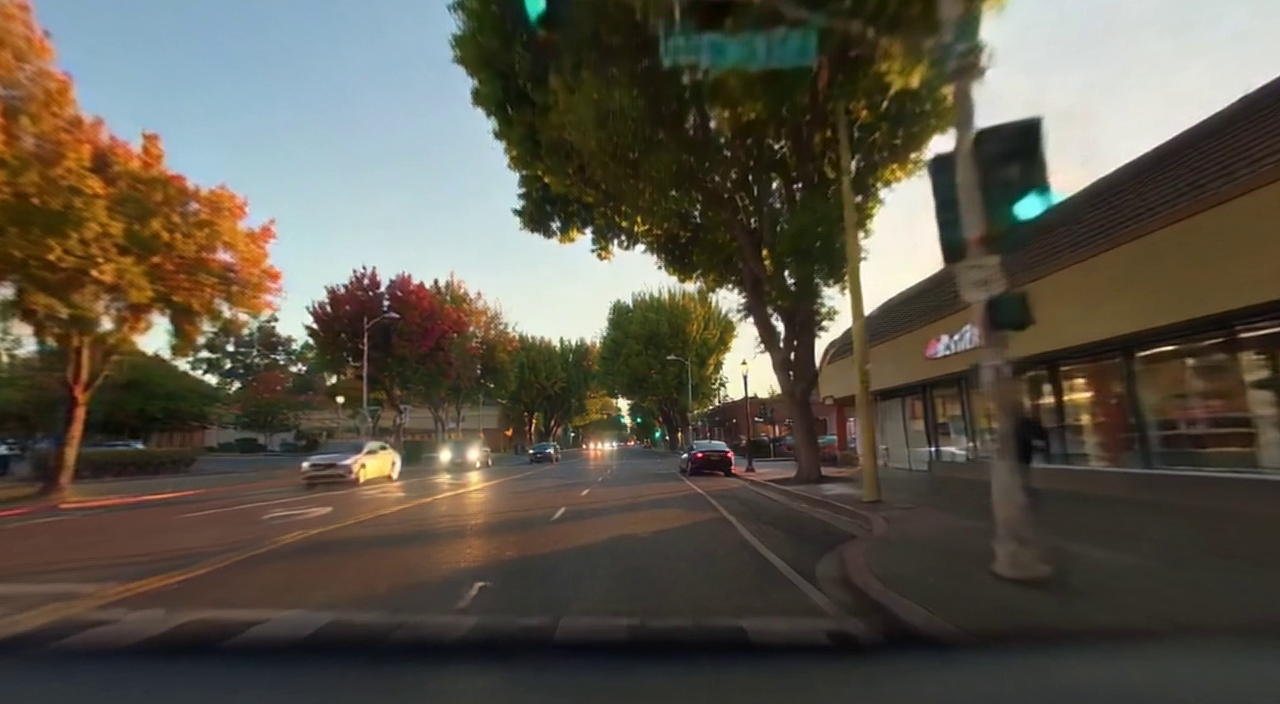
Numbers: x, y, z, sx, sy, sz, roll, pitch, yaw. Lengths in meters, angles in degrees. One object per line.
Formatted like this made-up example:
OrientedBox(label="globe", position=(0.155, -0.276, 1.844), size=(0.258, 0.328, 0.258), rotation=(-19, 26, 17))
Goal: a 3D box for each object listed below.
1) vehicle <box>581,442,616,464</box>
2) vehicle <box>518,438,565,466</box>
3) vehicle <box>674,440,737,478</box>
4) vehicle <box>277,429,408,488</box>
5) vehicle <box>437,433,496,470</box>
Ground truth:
OrientedBox(label="vehicle", position=(-2.932, 7.259, 45.557), size=(2.122, 1.469, 4.388), rotation=(0, -8, 1))
OrientedBox(label="vehicle", position=(-6.690, 6.875, 43.669), size=(2.371, 1.800, 4.987), rotation=(0, -8, 1))
OrientedBox(label="vehicle", position=(2.714, 4.583, 27.301), size=(2.034, 1.491, 4.618), rotation=(1, -8, -3))
OrientedBox(label="vehicle", position=(-10.221, 3.701, 22.261), size=(2.116, 1.817, 4.964), rotation=(0, -8, 1))
OrientedBox(label="vehicle", position=(-10.234, 5.886, 37.594), size=(2.088, 2.031, 4.616), rotation=(0, -8, 1))
